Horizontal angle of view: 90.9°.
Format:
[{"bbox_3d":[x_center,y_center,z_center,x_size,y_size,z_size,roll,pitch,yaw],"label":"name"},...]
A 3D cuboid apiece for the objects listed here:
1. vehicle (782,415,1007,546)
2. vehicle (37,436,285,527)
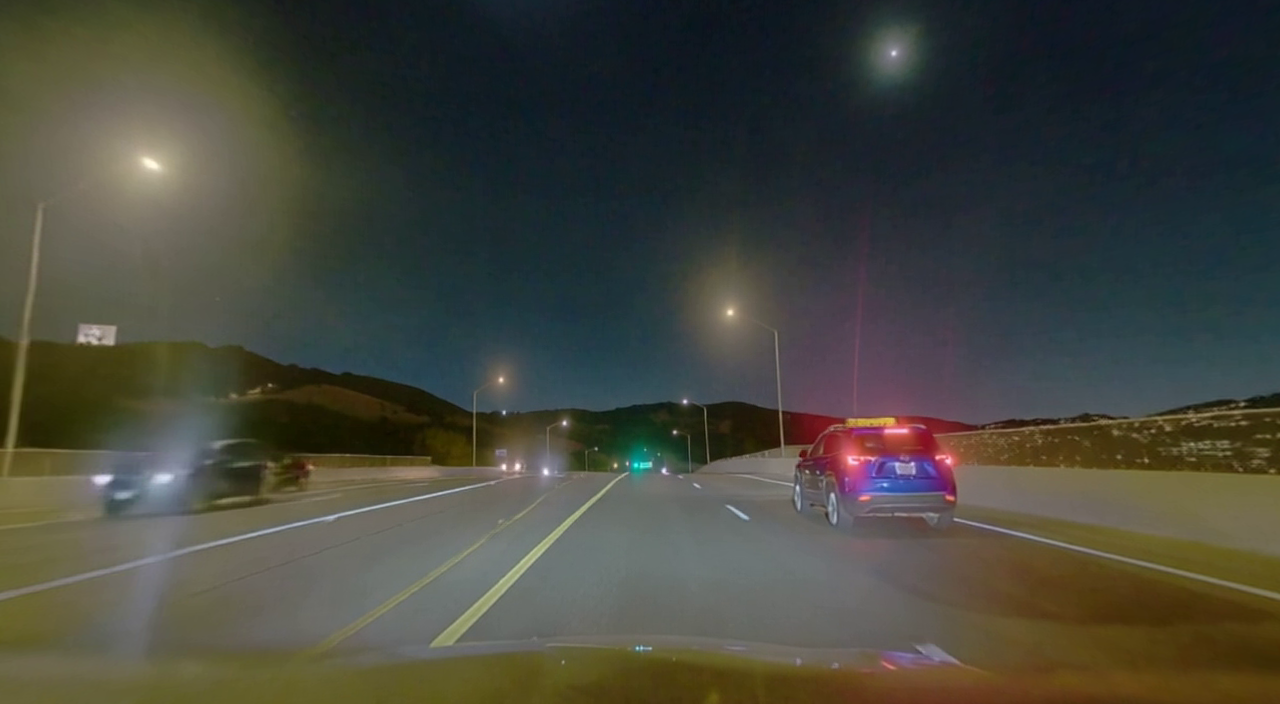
[{"bbox_3d":[3.921,2.045,10.703,1.989,1.730,4.324,0,-8,0],"label":"vehicle"},{"bbox_3d":[-10.747,2.888,14.762,2.144,1.762,4.604,0,-8,1],"label":"vehicle"}]
